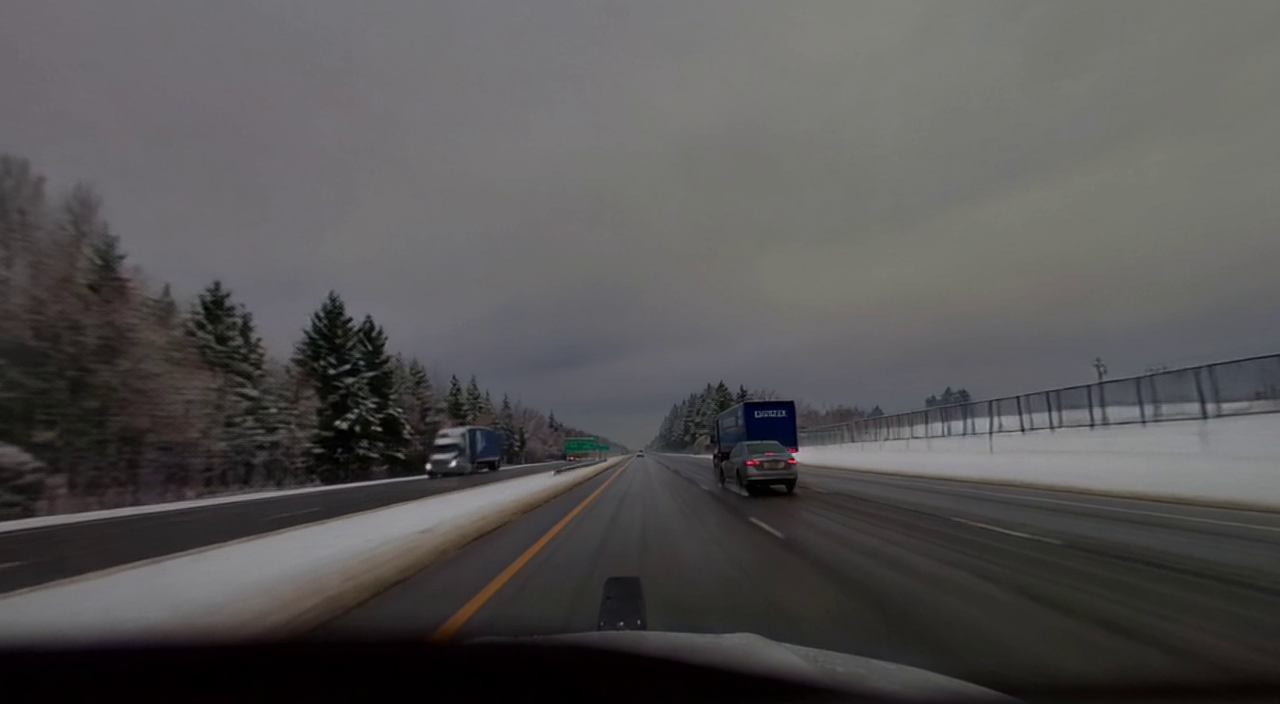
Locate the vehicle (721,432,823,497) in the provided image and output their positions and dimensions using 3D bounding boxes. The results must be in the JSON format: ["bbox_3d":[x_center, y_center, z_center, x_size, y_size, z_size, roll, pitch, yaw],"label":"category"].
[{"bbox_3d":[3.867,3.400,19.279,2.093,1.742,4.167,0,-9,-1],"label":"vehicle"}]
